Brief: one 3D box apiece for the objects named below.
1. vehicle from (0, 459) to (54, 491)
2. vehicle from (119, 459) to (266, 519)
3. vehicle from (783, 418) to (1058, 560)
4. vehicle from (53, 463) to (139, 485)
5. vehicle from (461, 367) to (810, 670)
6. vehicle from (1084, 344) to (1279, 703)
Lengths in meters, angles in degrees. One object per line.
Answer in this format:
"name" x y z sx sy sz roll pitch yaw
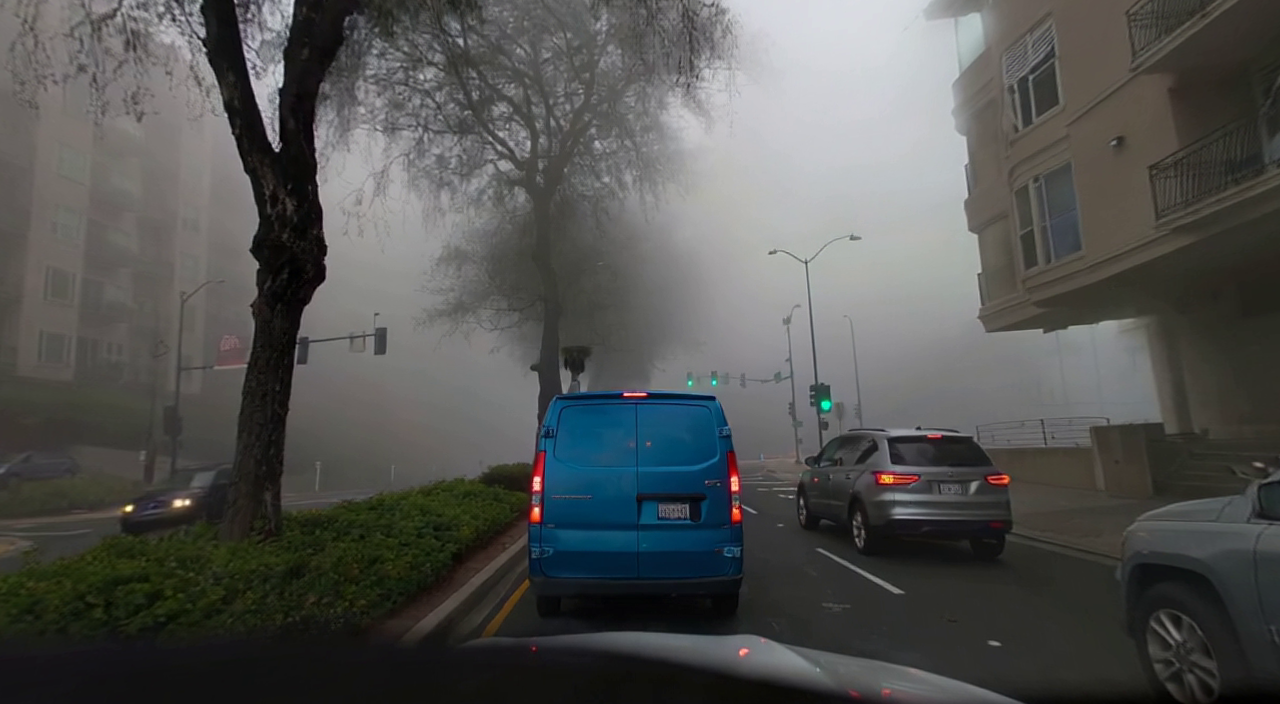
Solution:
"vehicle" -35.476 6.833 35.156 3.843 1.680 1.782 -1 -9 4
"vehicle" -13.423 4.076 19.308 1.852 1.485 4.428 1 -9 -10
"vehicle" 3.922 2.006 10.014 2.061 1.676 4.734 0 -9 -2
"vehicle" -38.464 8.628 44.636 4.396 1.458 1.809 -1 -9 2
"vehicle" -0.025 1.326 6.040 2.101 1.828 4.270 0 -9 0
"vehicle" 3.806 0.700 1.738 2.157 1.748 4.130 0 -9 1
